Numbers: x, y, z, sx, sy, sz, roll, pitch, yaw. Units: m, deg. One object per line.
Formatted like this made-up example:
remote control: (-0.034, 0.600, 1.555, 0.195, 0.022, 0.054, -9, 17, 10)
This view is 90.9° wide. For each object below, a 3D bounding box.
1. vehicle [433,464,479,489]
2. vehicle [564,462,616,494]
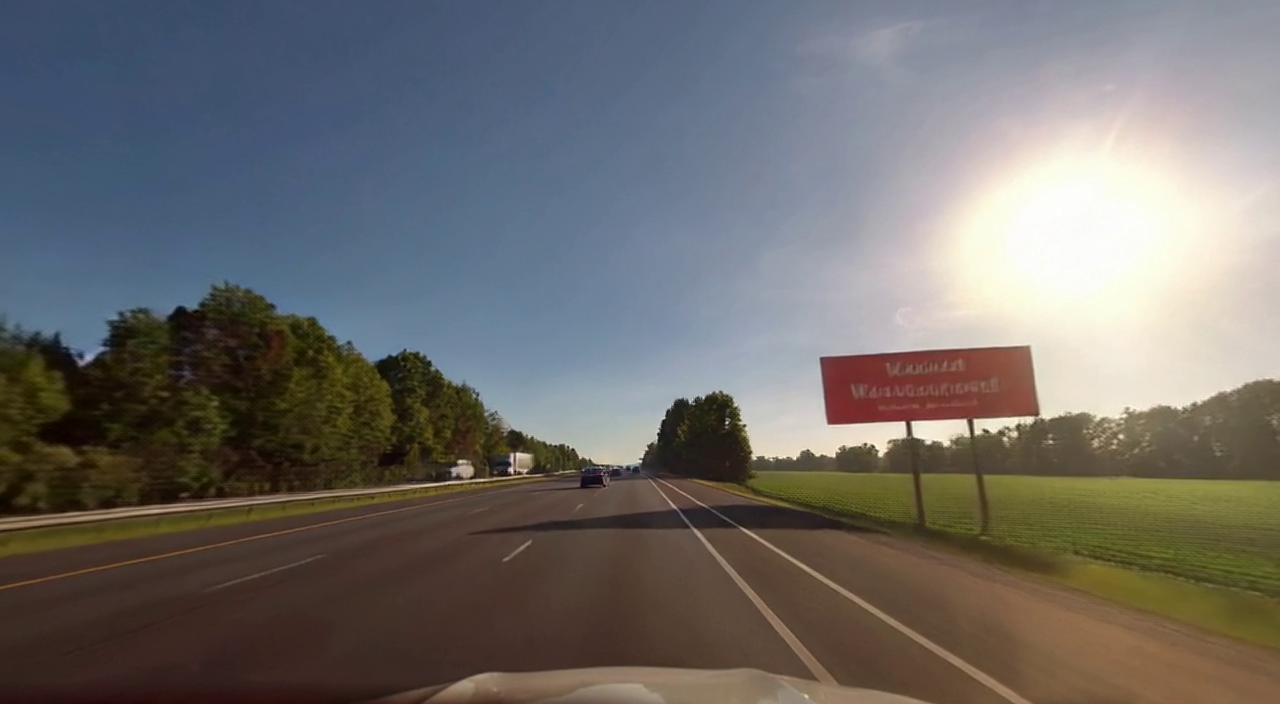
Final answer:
vehicle: (-12.248, 8.338, 42.213, 1.834, 1.541, 3.969, 1, -10, 0)
vehicle: (-2.427, 6.328, 31.754, 2.183, 1.435, 4.653, 0, -10, 1)
